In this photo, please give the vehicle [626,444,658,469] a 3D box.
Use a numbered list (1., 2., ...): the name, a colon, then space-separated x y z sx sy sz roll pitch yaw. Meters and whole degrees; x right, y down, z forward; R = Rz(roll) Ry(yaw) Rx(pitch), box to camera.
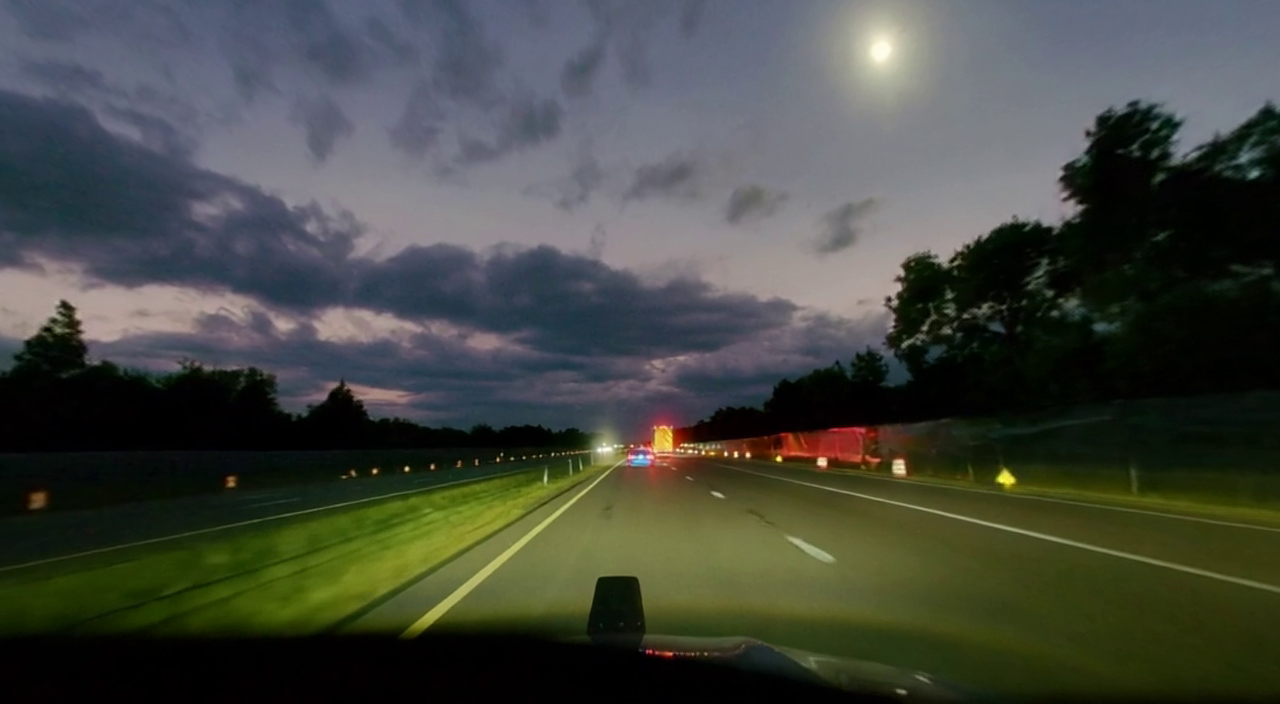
1. vehicle: 0.111 7.003 42.358 2.065 1.573 3.734 0 -9 0
